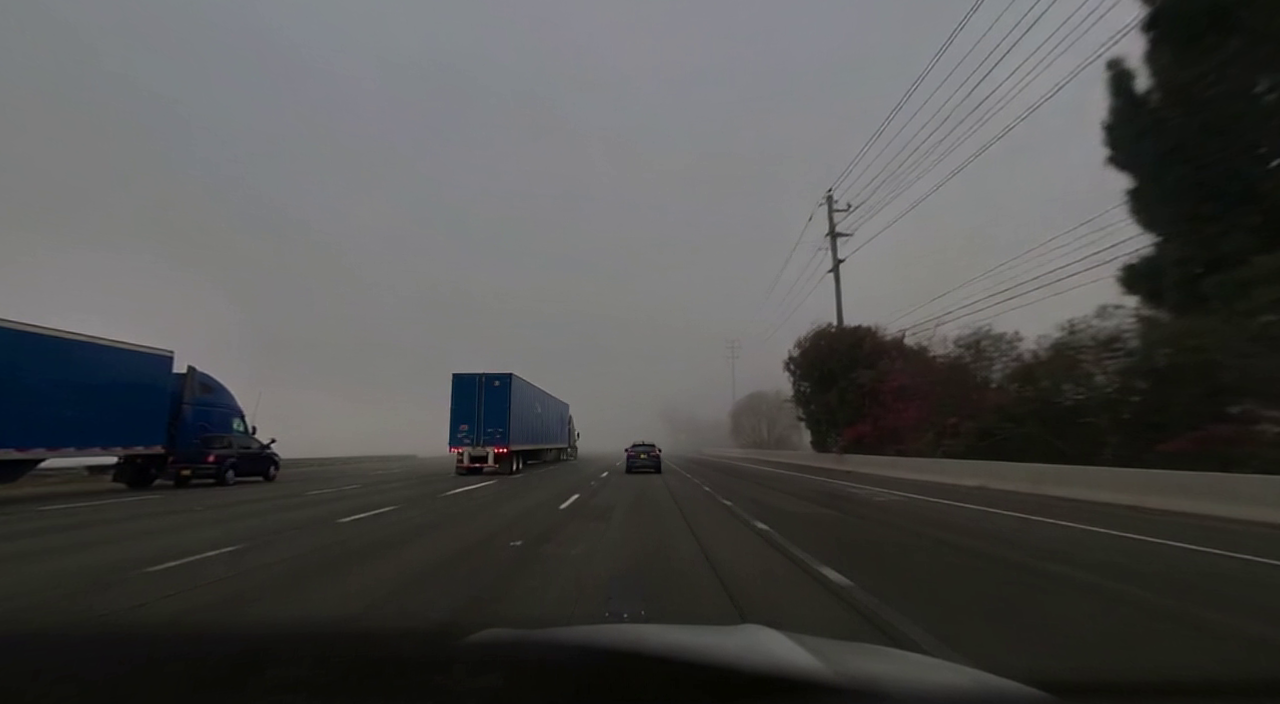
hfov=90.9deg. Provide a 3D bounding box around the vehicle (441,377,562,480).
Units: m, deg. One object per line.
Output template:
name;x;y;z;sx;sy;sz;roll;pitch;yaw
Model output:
vehicle;-6.439;4.164;32.776;2.907;4.081;15.311;0;-9;0

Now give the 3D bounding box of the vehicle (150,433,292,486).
vehicle;-14.704;3.776;22.502;1.938;1.679;4.469;0;-9;0

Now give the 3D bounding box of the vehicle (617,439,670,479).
vehicle;0.141;4.519;26.894;2.055;1.514;4.323;0;-9;0

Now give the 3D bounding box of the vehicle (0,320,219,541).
vehicle;-10.651;1.090;8.813;2.896;3.140;9.491;0;-9;1
